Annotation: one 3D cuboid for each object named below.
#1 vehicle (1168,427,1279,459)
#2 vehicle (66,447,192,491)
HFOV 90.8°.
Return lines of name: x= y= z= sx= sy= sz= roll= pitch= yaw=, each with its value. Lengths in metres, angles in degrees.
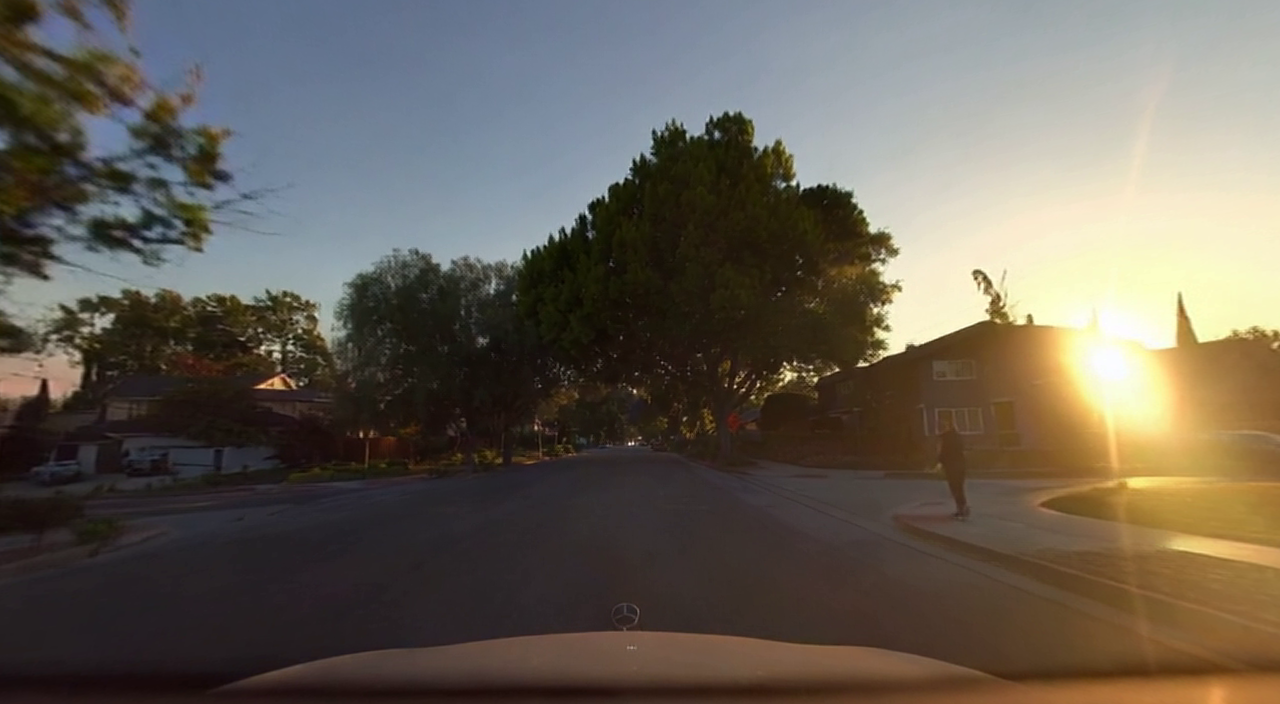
vehicle: x=29.745 y=4.643 z=32.056 sx=1.764 sy=1.491 sz=4.548 roll=0 pitch=-9 yaw=-2
vehicle: x=-24.922 y=5.706 z=31.117 sx=2.004 sy=1.856 sz=4.934 roll=-4 pitch=-9 yaw=2
